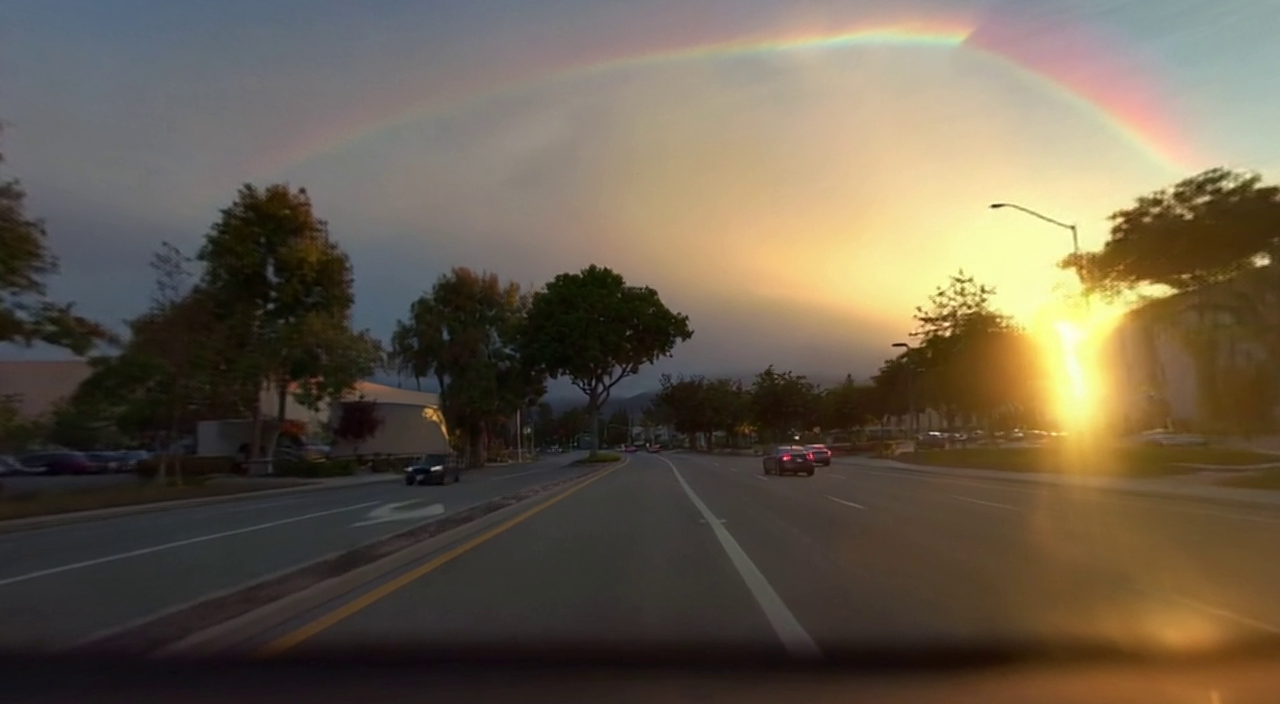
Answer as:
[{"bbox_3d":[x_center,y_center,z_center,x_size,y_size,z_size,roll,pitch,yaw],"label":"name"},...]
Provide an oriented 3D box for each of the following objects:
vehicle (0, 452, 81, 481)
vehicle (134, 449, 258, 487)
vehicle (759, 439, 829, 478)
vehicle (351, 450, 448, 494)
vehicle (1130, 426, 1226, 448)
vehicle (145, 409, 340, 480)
[{"bbox_3d":[-33.243,6.156,34.142,4.106,1.474,1.835,0,-9,-3],"label":"vehicle"},{"bbox_3d":[-19.591,5.114,27.995,4.259,1.396,1.815,-4,-8,5],"label":"vehicle"},{"bbox_3d":[7.022,4.919,29.348,2.181,1.639,4.127,0,-9,0],"label":"vehicle"},{"bbox_3d":[-9.092,4.537,24.334,1.865,1.503,4.375,-1,-9,2],"label":"vehicle"},{"bbox_3d":[39.139,6.240,46.081,1.814,1.469,4.858,5,-10,-34],"label":"vehicle"},{"bbox_3d":[-20.828,4.885,33.482,8.324,3.550,2.670,0,-9,-1],"label":"vehicle"}]
